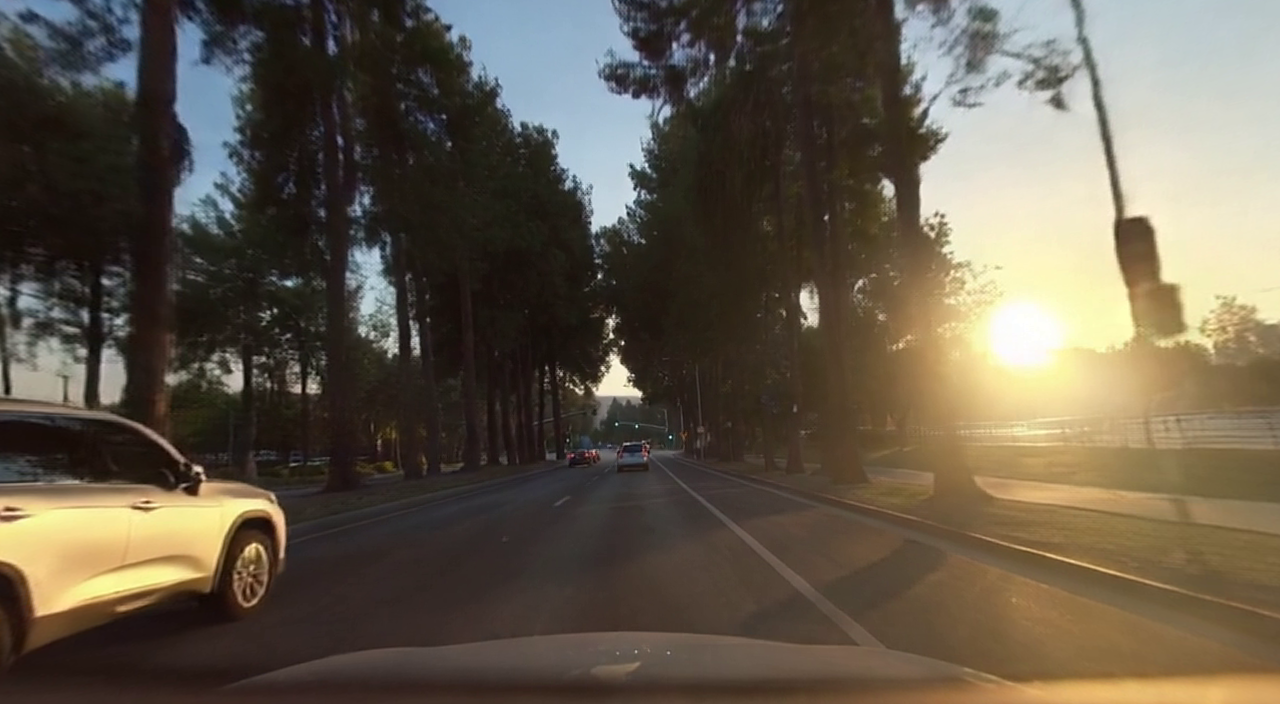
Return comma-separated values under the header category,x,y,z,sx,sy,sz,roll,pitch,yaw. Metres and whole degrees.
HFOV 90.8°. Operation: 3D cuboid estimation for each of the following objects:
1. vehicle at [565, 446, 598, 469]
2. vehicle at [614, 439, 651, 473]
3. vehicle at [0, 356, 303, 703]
category,x,y,z,sx,sy,sz,roll,pitch,yaw
vehicle,-4.121,7.483,45.075,1.936,1.538,4.016,0,-8,0
vehicle,-0.405,5.928,36.221,2.018,1.769,3.897,0,-8,0
vehicle,-4.043,0.959,3.486,1.860,1.741,4.479,0,-8,0
